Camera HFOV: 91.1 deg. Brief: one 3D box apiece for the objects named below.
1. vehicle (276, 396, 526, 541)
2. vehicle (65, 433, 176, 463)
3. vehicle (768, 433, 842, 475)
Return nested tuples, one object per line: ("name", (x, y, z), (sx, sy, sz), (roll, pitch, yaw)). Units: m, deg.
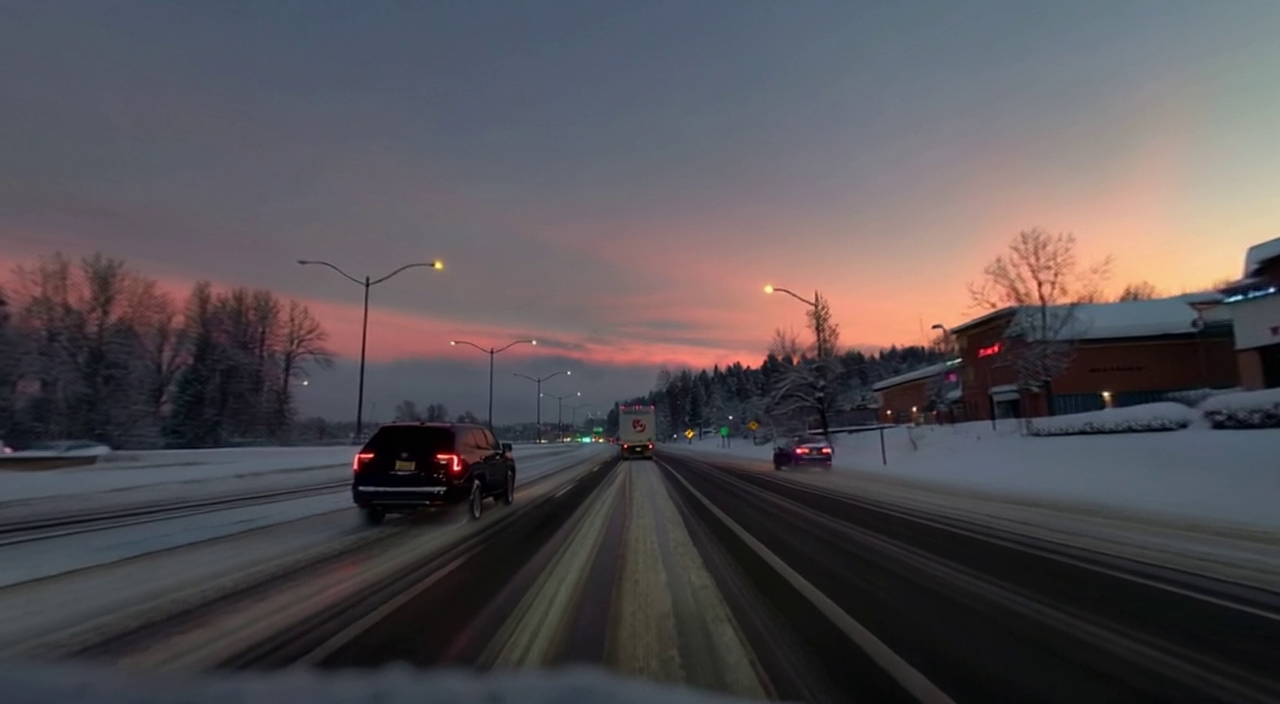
("vehicle", (-3.506, 1.847, 10.542), (2.178, 1.826, 4.933), (0, -8, 1))
("vehicle", (-29.045, 5.414, 35.334), (2.159, 1.556, 4.729), (0, -8, 1))
("vehicle", (7.028, 4.378, 27.142), (1.958, 1.681, 4.109), (0, -8, -2))
